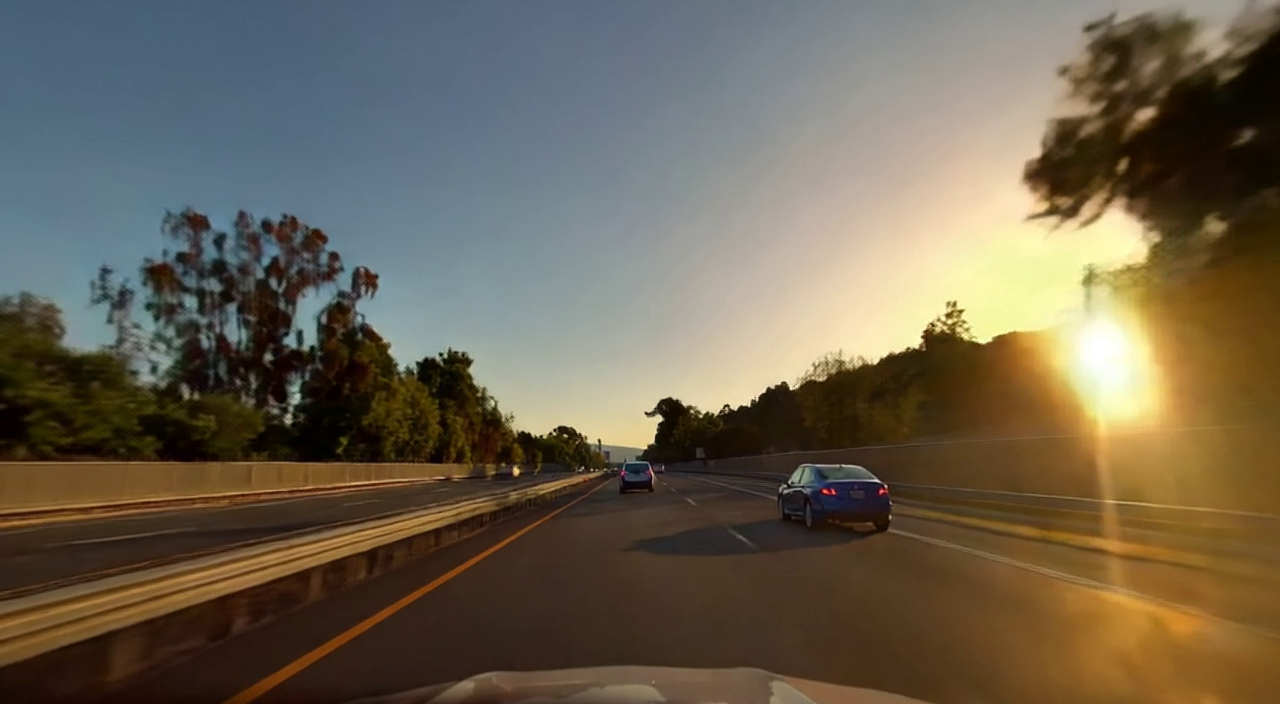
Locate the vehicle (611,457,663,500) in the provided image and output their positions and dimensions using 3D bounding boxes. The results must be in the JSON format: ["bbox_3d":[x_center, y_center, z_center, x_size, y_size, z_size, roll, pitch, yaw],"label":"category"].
[{"bbox_3d":[-0.130,5.319,26.635,2.037,1.605,3.833,1,-11,0],"label":"vehicle"}]

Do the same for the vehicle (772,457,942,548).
[{"bbox_3d":[4.109,2.937,12.750,1.938,1.494,4.032,1,-11,-1],"label":"vehicle"}]
